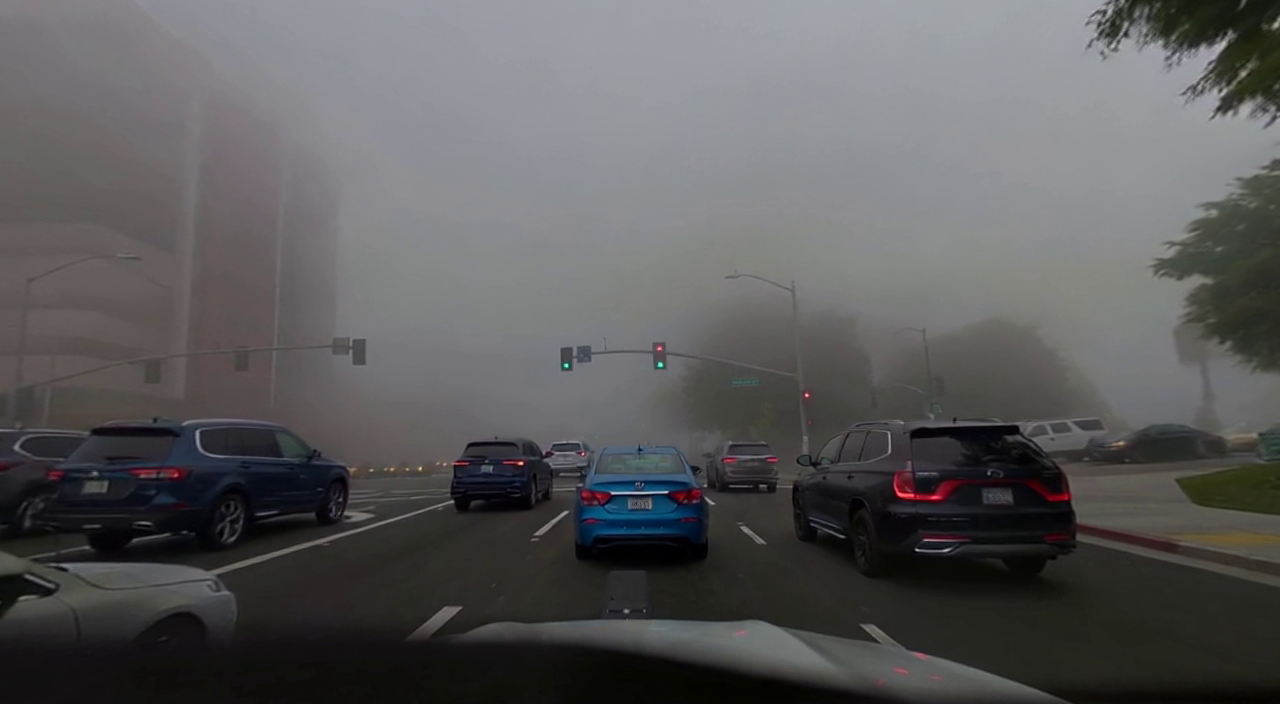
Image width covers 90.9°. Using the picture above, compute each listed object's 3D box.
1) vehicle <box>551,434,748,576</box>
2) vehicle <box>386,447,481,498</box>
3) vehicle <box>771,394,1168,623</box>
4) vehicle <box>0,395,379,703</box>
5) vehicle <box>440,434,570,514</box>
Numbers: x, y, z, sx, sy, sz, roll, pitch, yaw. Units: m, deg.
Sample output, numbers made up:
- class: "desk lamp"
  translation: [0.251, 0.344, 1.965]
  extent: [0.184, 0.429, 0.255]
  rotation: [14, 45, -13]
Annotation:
- class: "vehicle"
  translation: [0.076, 1.965, 8.906]
  extent: [2.147, 1.507, 3.953]
  rotation: [0, -8, -1]
- class: "vehicle"
  translation: [-6.569, 3.854, 20.510]
  extent: [1.778, 1.475, 3.769]
  rotation: [0, -9, 0]
- class: "vehicle"
  translation: [3.062, 1.551, 7.212]
  extent: [2.108, 1.785, 4.334]
  rotation: [0, -8, -1]
- class: "vehicle"
  translation: [-3.308, 1.018, 2.878]
  extent: [2.144, 1.505, 4.635]
  rotation: [-1, -9, 2]
- class: "vehicle"
  translation: [-3.194, 3.002, 16.062]
  extent: [2.168, 1.719, 4.561]
  rotation: [-1, -8, 2]
